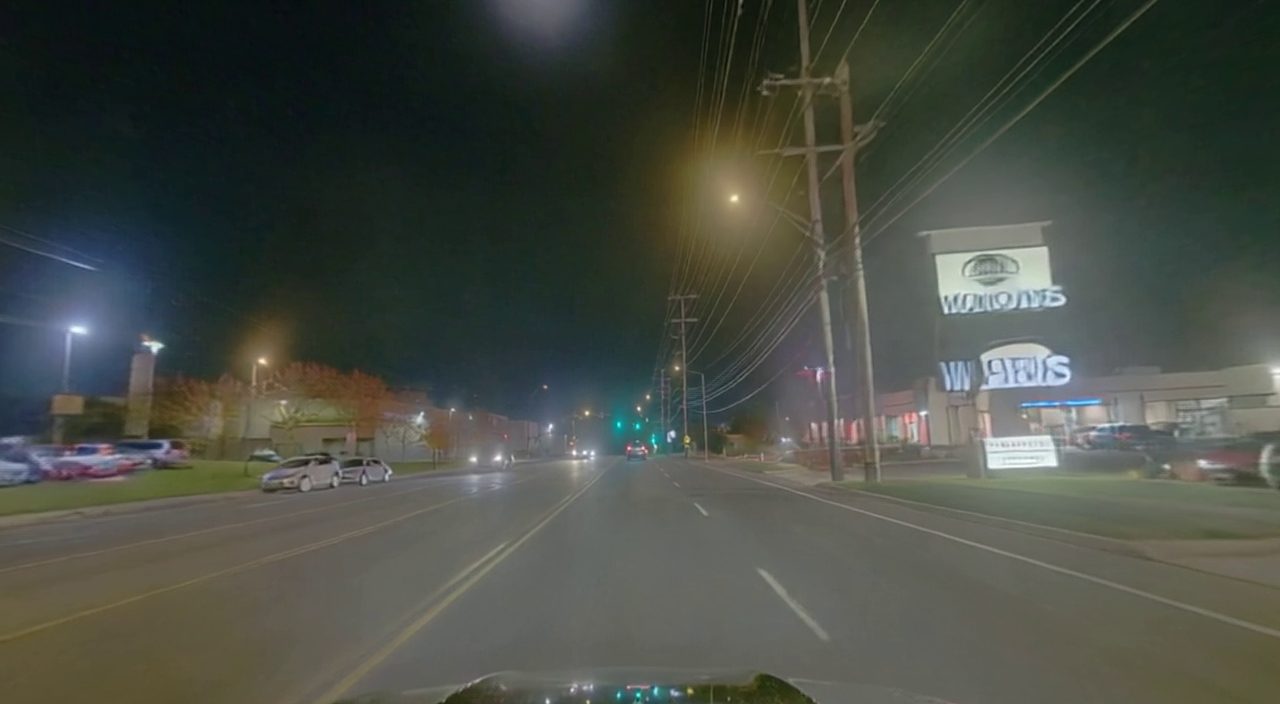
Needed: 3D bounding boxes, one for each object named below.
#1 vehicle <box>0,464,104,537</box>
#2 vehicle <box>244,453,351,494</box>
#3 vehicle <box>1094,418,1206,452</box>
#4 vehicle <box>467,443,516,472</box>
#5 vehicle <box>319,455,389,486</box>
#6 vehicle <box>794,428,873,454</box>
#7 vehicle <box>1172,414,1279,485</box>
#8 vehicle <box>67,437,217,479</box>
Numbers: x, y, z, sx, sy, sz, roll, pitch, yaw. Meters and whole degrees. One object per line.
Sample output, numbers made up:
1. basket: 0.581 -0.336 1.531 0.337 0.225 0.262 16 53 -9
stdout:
1. vehicle: -14.374 3.146 13.226 1.927 1.427 5.198 1 -8 -3
2. vehicle: -14.824 5.262 27.759 1.954 1.519 5.051 -1 -8 -1
3. vehicle: 31.717 5.148 39.424 4.895 1.884 2.320 -2 -6 1
4. vehicle: -9.423 6.713 40.404 1.940 1.698 5.028 0 -8 0
5. vehicle: -14.856 6.141 33.028 1.753 1.401 4.223 0 -8 -1
6. vehicle: 13.508 6.260 44.394 4.836 1.750 2.079 0 -8 -1
7. vehicle: 14.629 2.148 14.094 3.929 1.456 1.774 0 -8 -3
8. vehicle: -23.932 5.092 30.705 5.233 1.880 2.362 4 -9 -28
